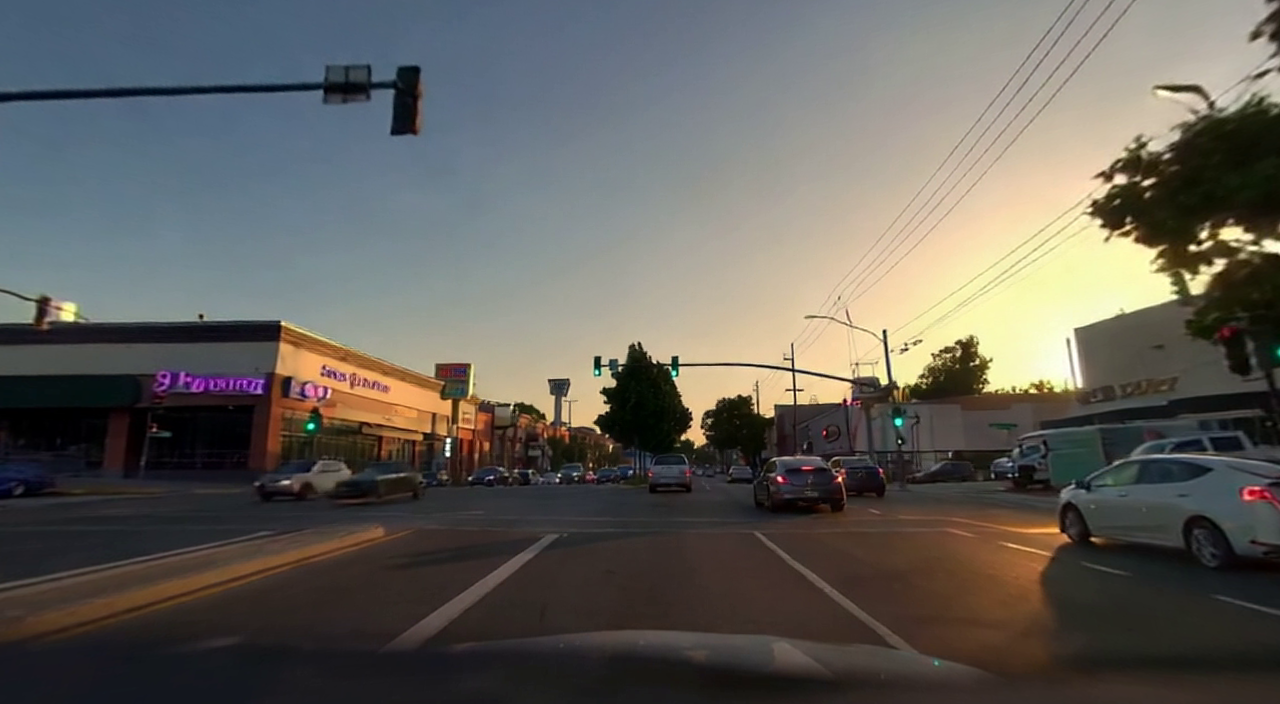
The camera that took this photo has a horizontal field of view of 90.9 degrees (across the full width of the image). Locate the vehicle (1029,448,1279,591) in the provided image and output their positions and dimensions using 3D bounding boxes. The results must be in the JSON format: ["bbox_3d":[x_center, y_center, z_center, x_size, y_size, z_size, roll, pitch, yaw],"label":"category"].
[{"bbox_3d":[7.663,2.045,8.532,1.911,1.466,4.572,0,-9,1],"label":"vehicle"}]

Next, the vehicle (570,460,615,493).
[{"bbox_3d":[-2.797,7.462,38.104,2.041,1.494,4.647,-3,-6,4],"label":"vehicle"}]

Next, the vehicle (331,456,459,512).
[{"bbox_3d":[-7.605,4.124,20.180,1.993,1.491,4.673,-1,-9,4],"label":"vehicle"}]

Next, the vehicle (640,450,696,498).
[{"bbox_3d":[1.257,5.189,27.294,2.210,1.861,4.280,-1,-9,4],"label":"vehicle"}]

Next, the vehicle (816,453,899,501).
[{"bbox_3d":[8.852,5.093,26.113,2.040,1.738,4.414,0,-9,3],"label":"vehicle"}]

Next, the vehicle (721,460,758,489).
[{"bbox_3d":[6.618,8.210,42.360,2.036,1.719,4.318,-1,-9,4],"label":"vehicle"}]

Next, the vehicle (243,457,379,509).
[{"bbox_3d":[-11.170,4.449,21.900,1.938,1.506,4.771,-1,-9,4],"label":"vehicle"}]

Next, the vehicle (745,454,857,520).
[{"bbox_3d":[4.214,3.588,17.354,1.963,1.484,4.609,0,-9,1],"label":"vehicle"}]

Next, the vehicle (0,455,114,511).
[{"bbox_3d":[-18.623,3.910,19.195,4.404,1.462,2.075,-4,-9,23],"label":"vehicle"}]

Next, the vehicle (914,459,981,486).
[{"bbox_3d":[18.394,7.163,37.656,4.373,1.399,2.052,8,-11,-41],"label":"vehicle"}]

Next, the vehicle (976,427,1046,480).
[{"bbox_3d":[19.577,5.282,33.104,2.521,2.491,5.455,-7,-11,34],"label":"vehicle"}]
